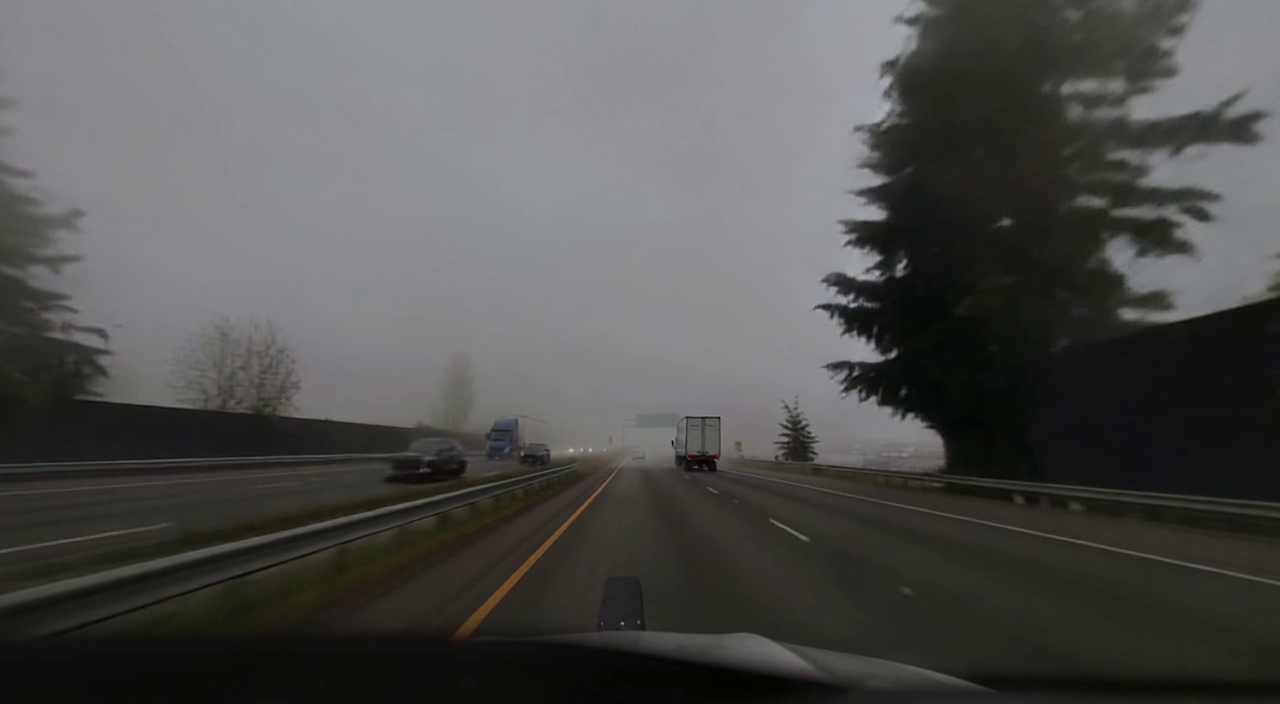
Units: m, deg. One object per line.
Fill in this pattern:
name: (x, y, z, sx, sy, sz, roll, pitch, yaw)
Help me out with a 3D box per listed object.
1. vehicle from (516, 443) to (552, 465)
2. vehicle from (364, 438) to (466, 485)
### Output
vehicle: (-7.983, 7.713, 47.723, 1.914, 1.557, 4.081, 0, -9, 1)
vehicle: (-7.906, 3.887, 22.654, 1.956, 1.490, 4.513, 0, -9, 0)
